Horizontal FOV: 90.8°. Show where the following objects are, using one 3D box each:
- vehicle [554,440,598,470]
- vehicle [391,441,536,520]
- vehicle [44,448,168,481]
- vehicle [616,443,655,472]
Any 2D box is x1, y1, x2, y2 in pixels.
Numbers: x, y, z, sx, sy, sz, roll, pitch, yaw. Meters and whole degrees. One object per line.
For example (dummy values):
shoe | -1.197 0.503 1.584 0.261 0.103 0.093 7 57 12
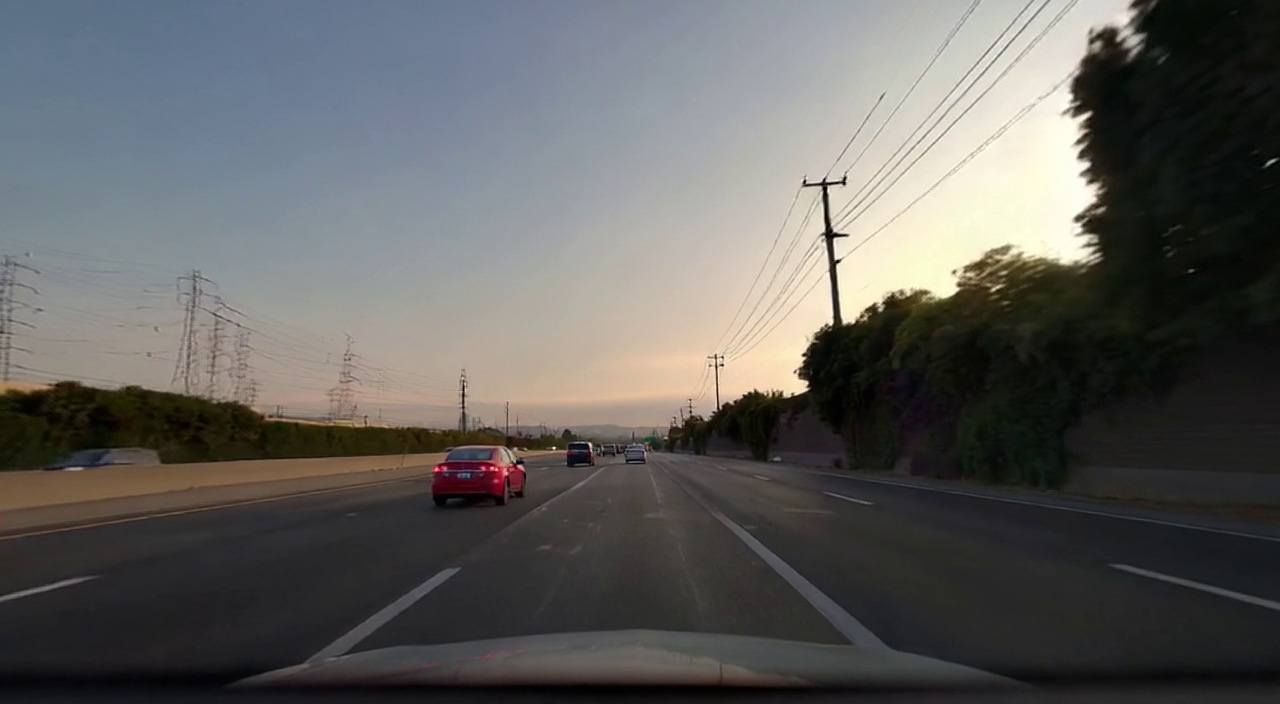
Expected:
vehicle | -3.930 6.431 39.712 2.244 1.752 4.439 0 -8 0
vehicle | -3.635 2.707 13.910 1.938 1.444 4.206 0 -8 0
vehicle | -30.460 6.392 36.330 2.133 1.678 5.690 0 -9 0
vehicle | -0.222 5.828 35.022 2.030 1.471 4.115 0 -8 0
